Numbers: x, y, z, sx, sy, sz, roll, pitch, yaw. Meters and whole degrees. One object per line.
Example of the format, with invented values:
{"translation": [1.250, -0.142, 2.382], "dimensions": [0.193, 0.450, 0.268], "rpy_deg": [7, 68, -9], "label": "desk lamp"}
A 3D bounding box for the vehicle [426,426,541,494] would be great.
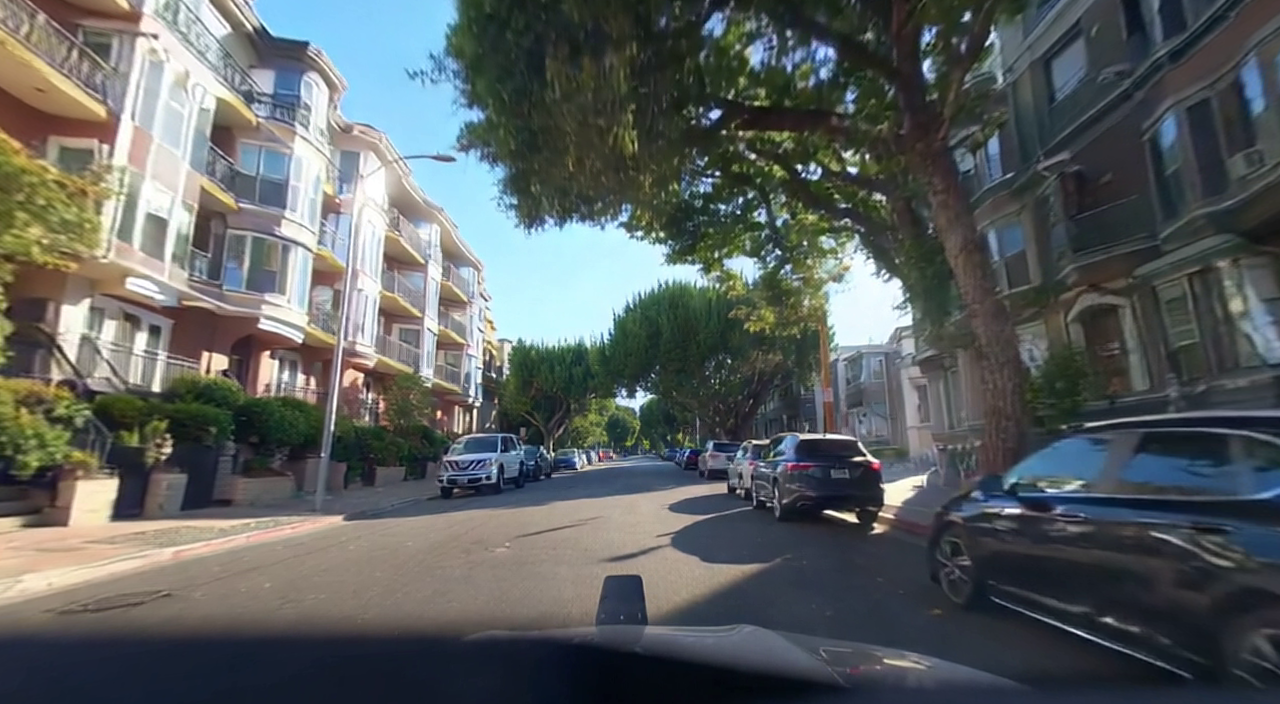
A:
{"translation": [-5.534, 4.014, 23.405], "dimensions": [2.596, 2.152, 5.689], "rpy_deg": [-1, -10, 2], "label": "vehicle"}

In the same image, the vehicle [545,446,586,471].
{"translation": [-5.442, 7.838, 46.759], "dimensions": [2.222, 1.735, 5.215], "rpy_deg": [-1, -8, 2], "label": "vehicle"}

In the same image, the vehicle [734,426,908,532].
{"translation": [3.495, 2.569, 13.485], "dimensions": [2.216, 1.790, 5.077], "rpy_deg": [0, -8, 0], "label": "vehicle"}

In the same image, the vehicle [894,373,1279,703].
{"translation": [3.656, 1.075, 3.610], "dimensions": [2.184, 1.661, 4.940], "rpy_deg": [0, -8, -2], "label": "vehicle"}
